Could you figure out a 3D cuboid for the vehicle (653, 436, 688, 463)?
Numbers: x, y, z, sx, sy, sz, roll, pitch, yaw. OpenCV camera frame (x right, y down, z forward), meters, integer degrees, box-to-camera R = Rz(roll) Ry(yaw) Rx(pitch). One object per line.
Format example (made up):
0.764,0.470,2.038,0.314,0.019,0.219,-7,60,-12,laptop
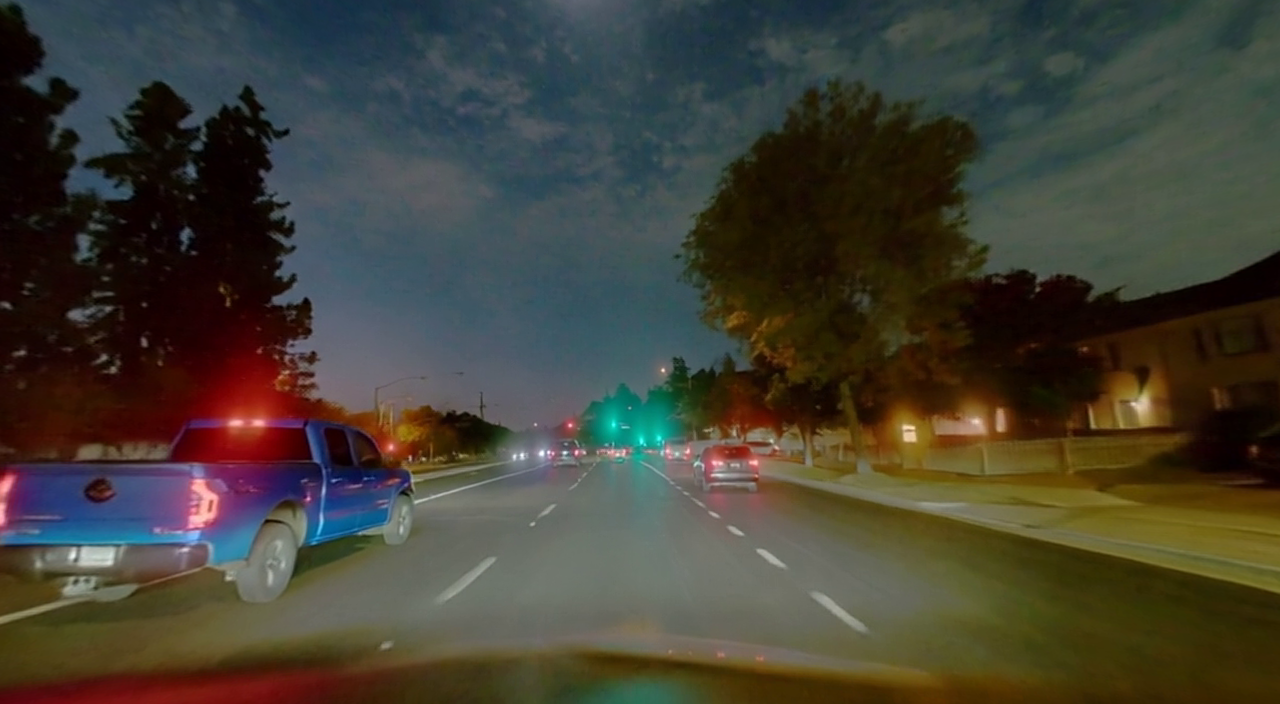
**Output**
2.158,7.130,46.223,2.099,1.845,4.363,0,-8,-3,vehicle

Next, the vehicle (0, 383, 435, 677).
-4.029,1.425,6.471,2.111,1.745,5.274,0,-8,-1,vehicle

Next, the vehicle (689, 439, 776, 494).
2.672,3.394,19.208,1.884,1.463,4.195,0,-8,-2,vehicle

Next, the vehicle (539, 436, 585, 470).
-4.500,5.877,37.053,2.218,1.829,4.492,0,-8,-1,vehicle
